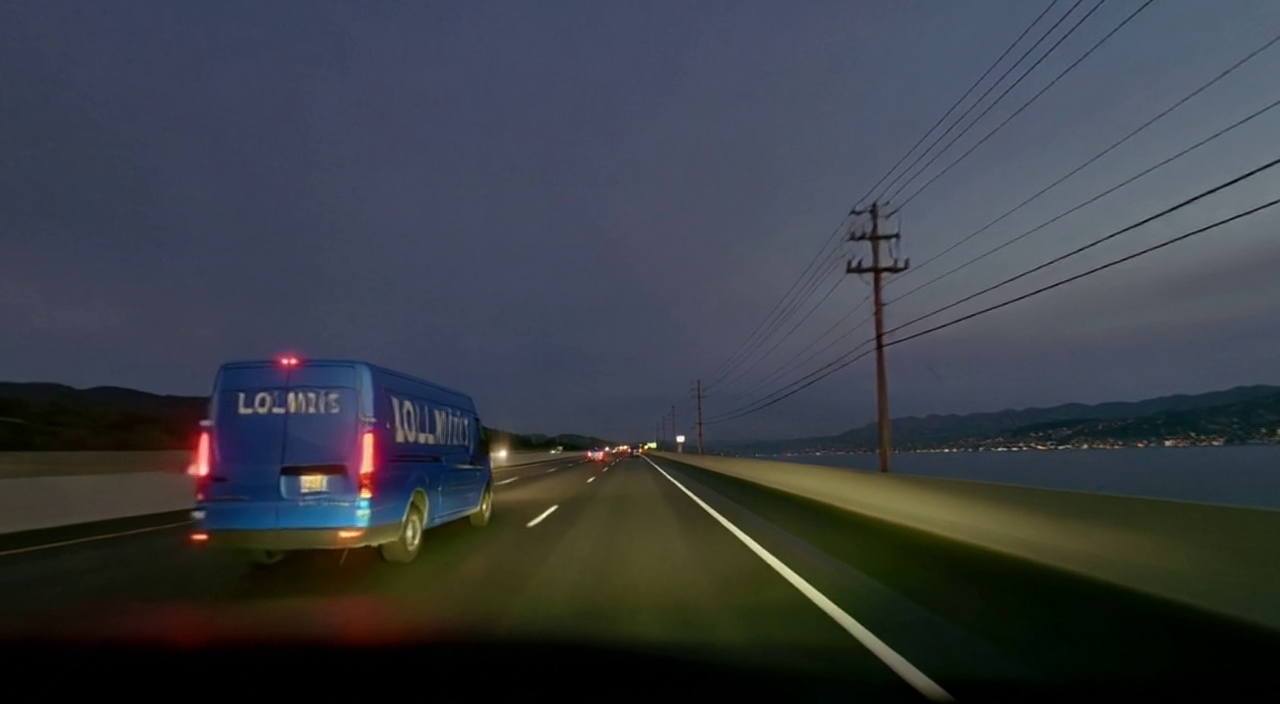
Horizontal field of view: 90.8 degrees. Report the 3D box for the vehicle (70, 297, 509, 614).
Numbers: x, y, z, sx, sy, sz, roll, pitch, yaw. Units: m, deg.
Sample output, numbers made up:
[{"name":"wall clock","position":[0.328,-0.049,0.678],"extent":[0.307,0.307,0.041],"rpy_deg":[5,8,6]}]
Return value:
[{"name":"vehicle","position":[-3.697,1.349,8.836],"extent":[2.331,2.757,6.581],"rpy_deg":[0,-8,0]}]
